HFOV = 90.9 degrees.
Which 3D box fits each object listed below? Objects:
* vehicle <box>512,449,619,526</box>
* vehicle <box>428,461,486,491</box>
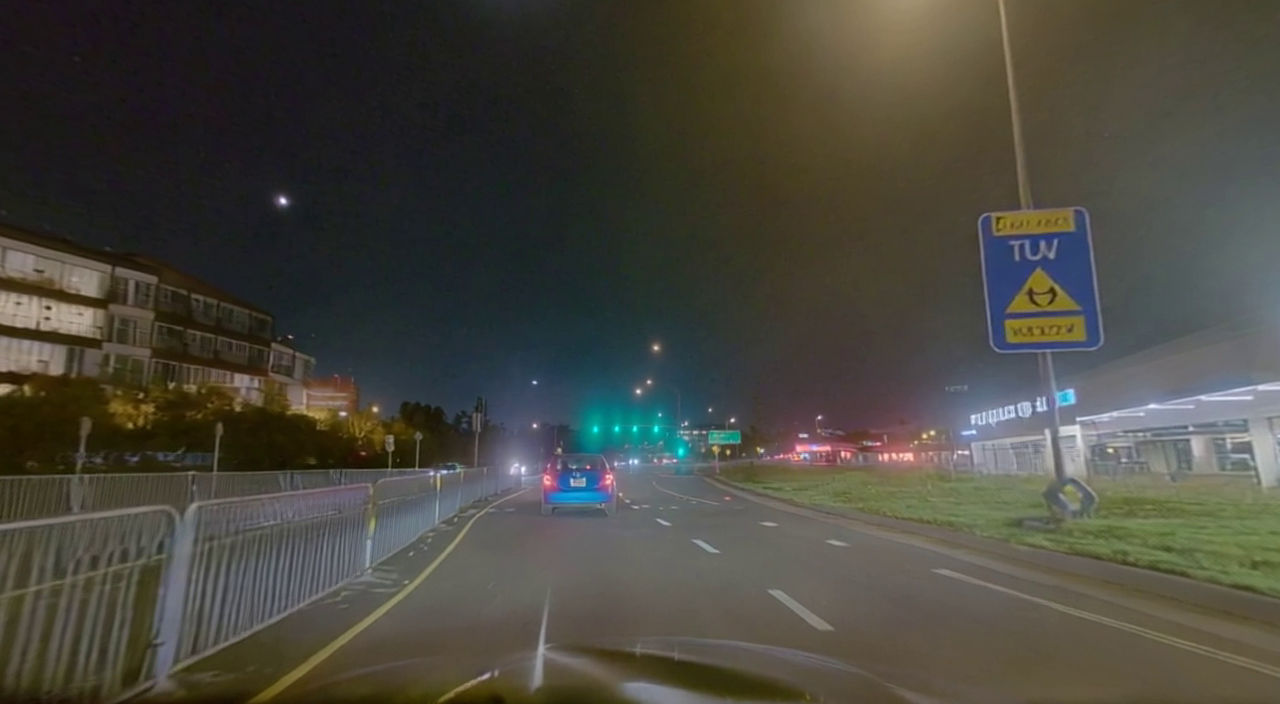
[{"bbox_3d":[-1.660,2.942,14.259,2.063,1.442,3.933,1,-9,-7],"label":"vehicle"},{"bbox_3d":[-10.105,6.872,35.073,1.854,1.472,3.728,-1,-9,4],"label":"vehicle"}]
